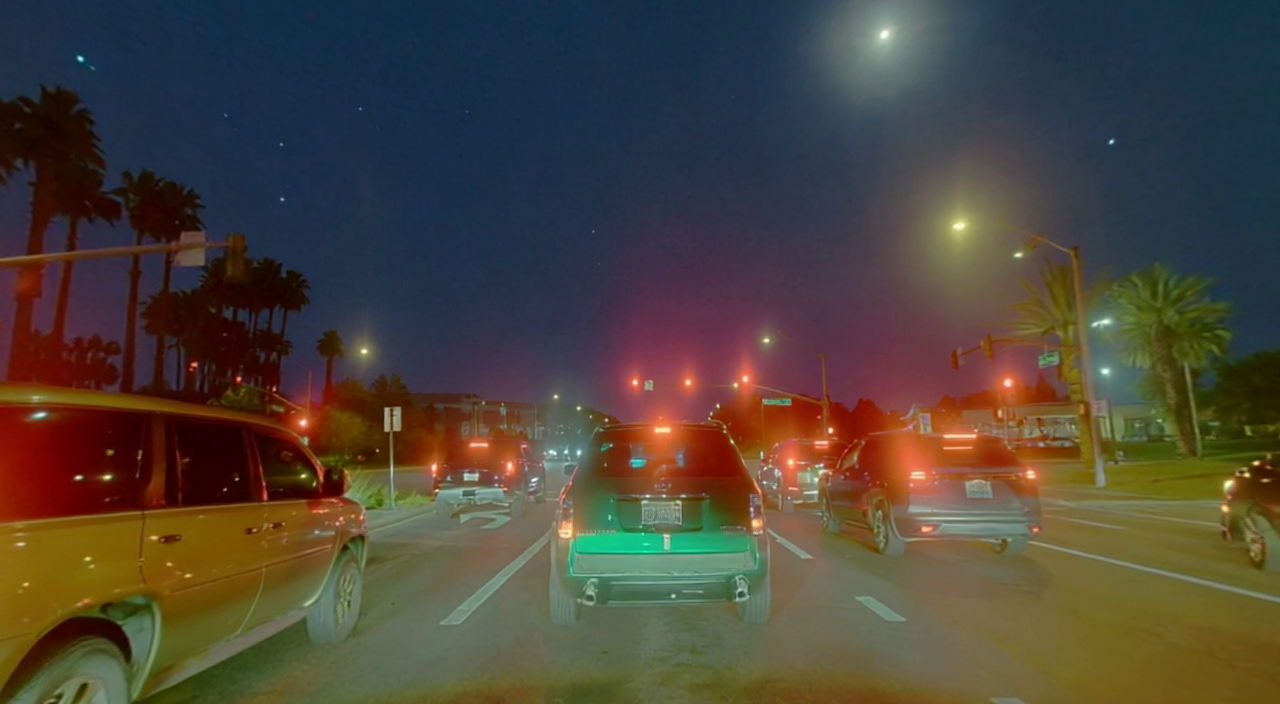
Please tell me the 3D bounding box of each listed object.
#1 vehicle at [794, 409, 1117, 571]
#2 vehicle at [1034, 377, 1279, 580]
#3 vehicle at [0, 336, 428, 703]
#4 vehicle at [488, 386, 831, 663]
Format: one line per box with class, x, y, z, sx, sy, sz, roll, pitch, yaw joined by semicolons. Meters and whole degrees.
vehicle;3.989;1.854;9.307;2.072;1.704;5.170;0;-9;0
vehicle;7.313;1.337;6.857;2.337;1.925;5.728;0;-8;1
vehicle;-3.182;1.086;3.904;2.171;1.702;4.416;0;-9;0
vehicle;0.151;1.374;6.043;2.123;1.704;4.128;0;-9;1
